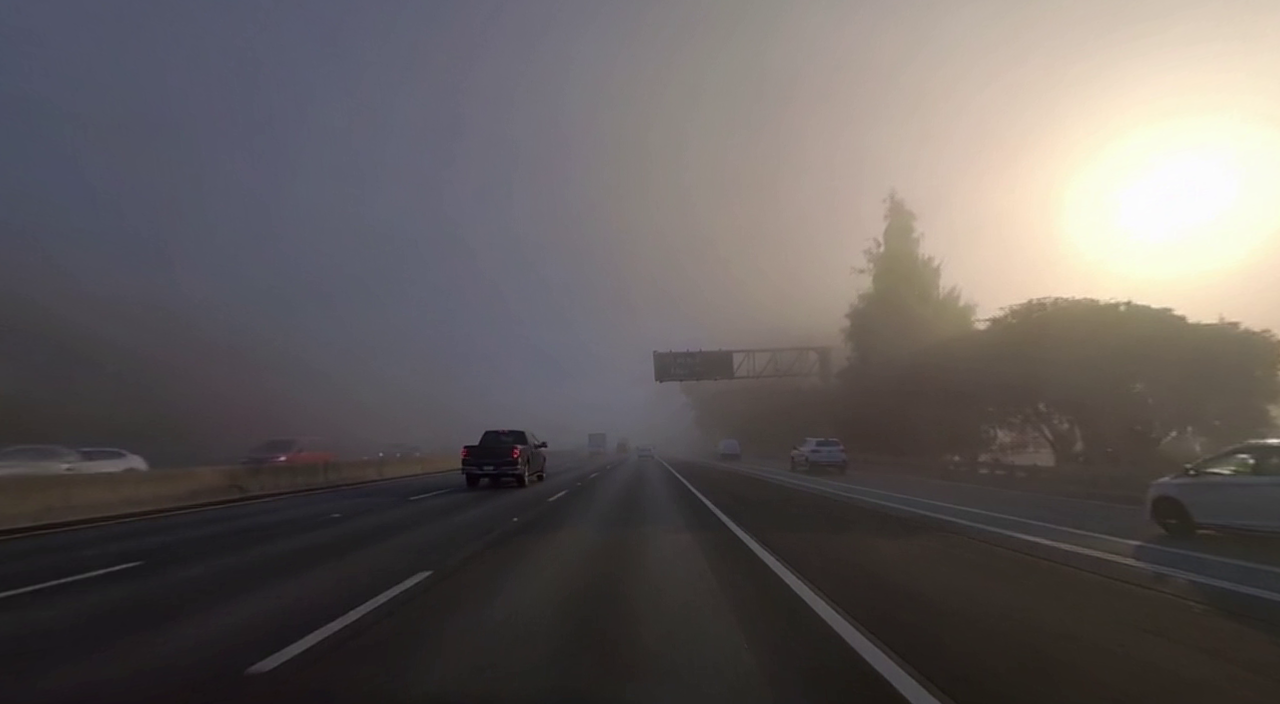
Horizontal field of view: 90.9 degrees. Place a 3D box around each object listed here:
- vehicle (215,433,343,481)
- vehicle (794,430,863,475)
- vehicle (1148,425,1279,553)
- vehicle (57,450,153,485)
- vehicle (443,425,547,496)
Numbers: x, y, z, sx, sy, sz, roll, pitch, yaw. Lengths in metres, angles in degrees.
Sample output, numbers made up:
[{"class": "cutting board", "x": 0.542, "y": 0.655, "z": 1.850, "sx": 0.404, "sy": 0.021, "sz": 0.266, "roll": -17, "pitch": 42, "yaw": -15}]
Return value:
[{"class": "vehicle", "x": -17.237, "y": 5.046, "z": 30.637, "sx": 2.477, "sy": 2.066, "sz": 5.967, "roll": 0, "pitch": -8, "yaw": 2}, {"class": "vehicle", "x": 9.534, "y": 5.114, "z": 32.325, "sx": 2.061, "sy": 2.115, "sz": 4.635, "roll": 0, "pitch": -8, "yaw": 0}, {"class": "vehicle", "x": 9.235, "y": 1.749, "z": 8.012, "sx": 1.971, "sy": 1.638, "sz": 4.295, "roll": 0, "pitch": -8, "yaw": 1}, {"class": "vehicle", "x": -36.291, "y": 7.805, "z": 43.003, "sx": 2.116, "sy": 2.227, "sz": 5.081, "roll": 0, "pitch": -8, "yaw": -1}, {"class": "vehicle", "x": -4.282, "y": 3.293, "z": 19.558, "sx": 1.994, "sy": 1.911, "sz": 4.819, "roll": 0, "pitch": -8, "yaw": 1}]
